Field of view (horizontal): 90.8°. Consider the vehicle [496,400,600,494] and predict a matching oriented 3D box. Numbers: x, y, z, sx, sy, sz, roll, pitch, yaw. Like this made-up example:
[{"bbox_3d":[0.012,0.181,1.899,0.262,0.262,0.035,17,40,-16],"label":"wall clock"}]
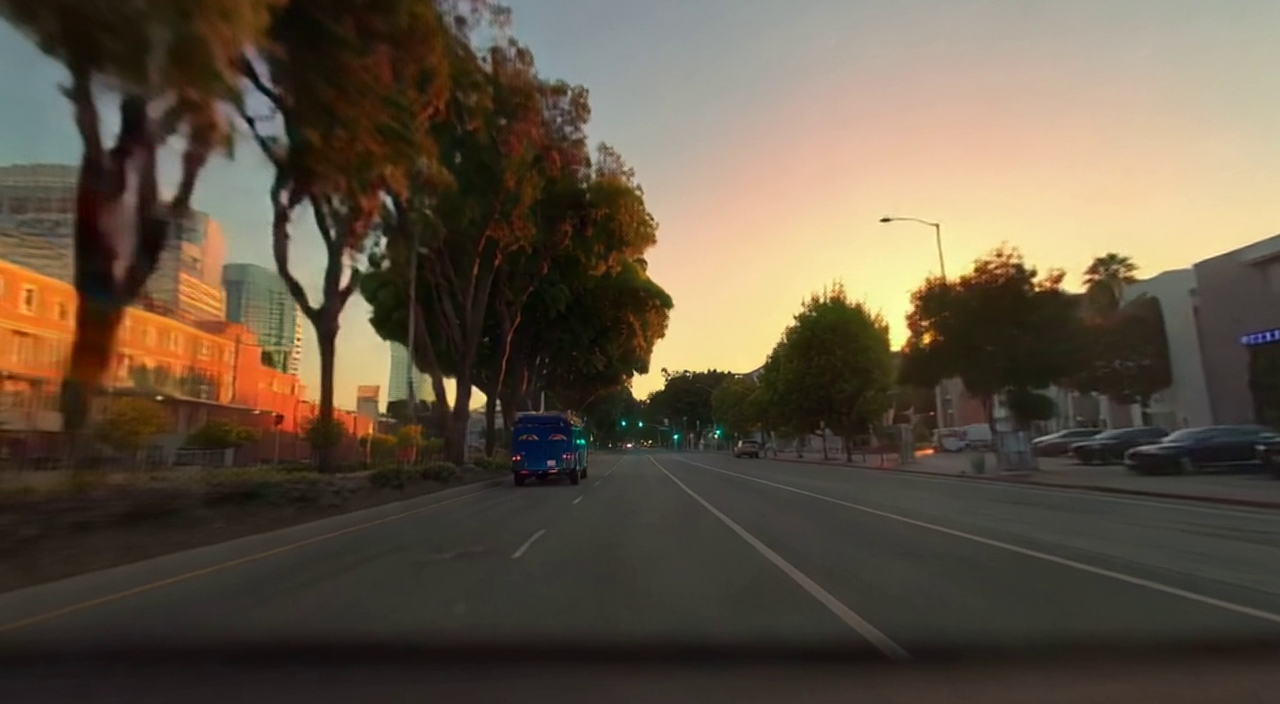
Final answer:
[{"bbox_3d":[-2.972,3.299,22.075,2.633,2.787,5.796,-1,-8,1],"label":"vehicle"}]
